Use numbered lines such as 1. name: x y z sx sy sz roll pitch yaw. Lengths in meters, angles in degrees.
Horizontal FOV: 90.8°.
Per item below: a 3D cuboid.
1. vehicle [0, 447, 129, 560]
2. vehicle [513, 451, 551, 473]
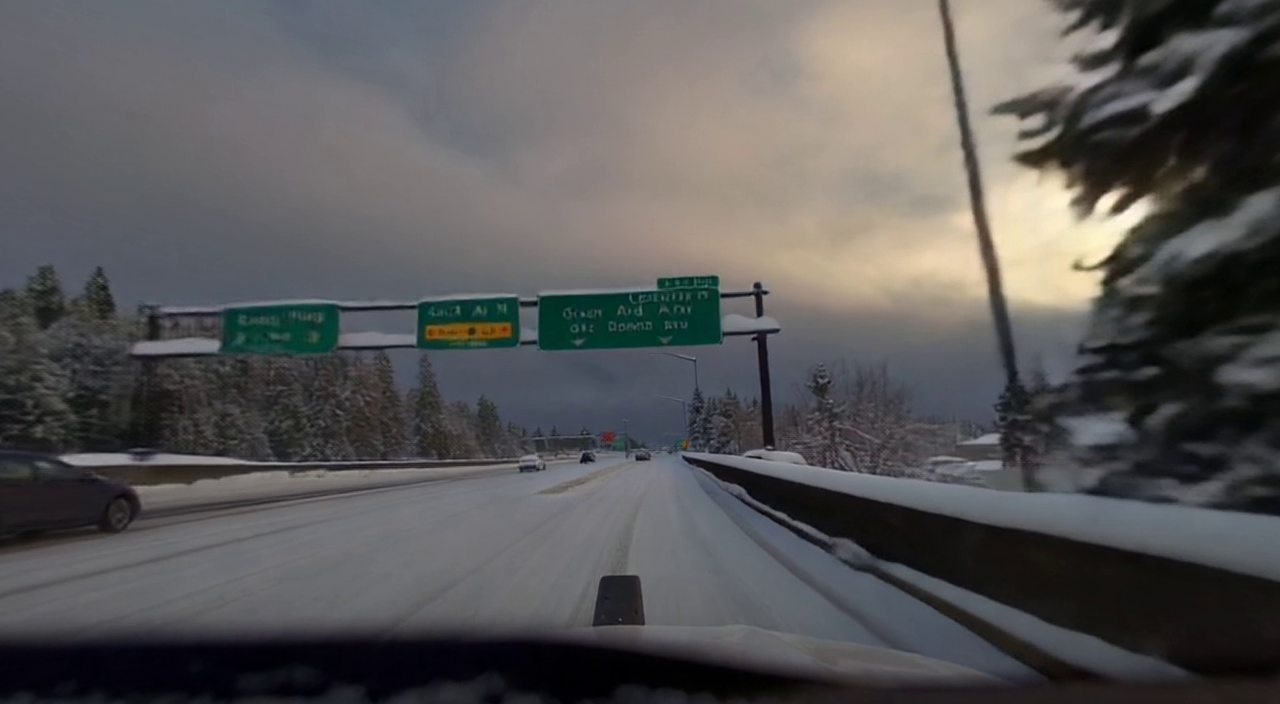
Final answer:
1. vehicle: -9.640 2.067 8.540 1.829 1.520 4.505 -1 -9 -3
2. vehicle: -7.876 8.065 46.454 2.271 1.537 4.029 -1 -9 -2
